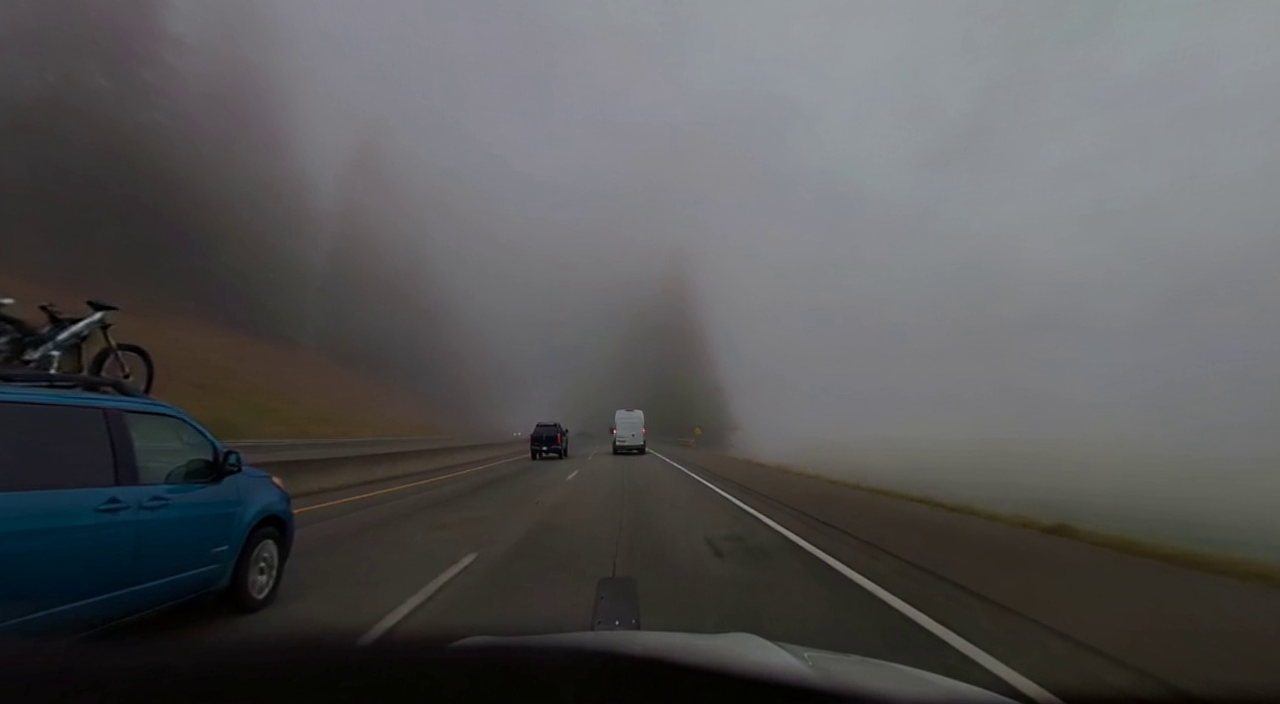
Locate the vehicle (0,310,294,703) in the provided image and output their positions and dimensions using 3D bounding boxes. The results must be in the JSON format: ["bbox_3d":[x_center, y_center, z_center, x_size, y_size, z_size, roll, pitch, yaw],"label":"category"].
[{"bbox_3d":[-3.645,0.682,2.349,2.069,1.751,4.720,0,-8,-1],"label":"vehicle"}]

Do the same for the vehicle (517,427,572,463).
[{"bbox_3d":[-4.645,4.574,31.231,2.110,1.636,4.453,0,-8,-1],"label":"vehicle"}]

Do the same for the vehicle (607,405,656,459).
[{"bbox_3d":[-0.610,4.712,37.033,2.647,2.896,6.480,1,-8,-3],"label":"vehicle"}]
